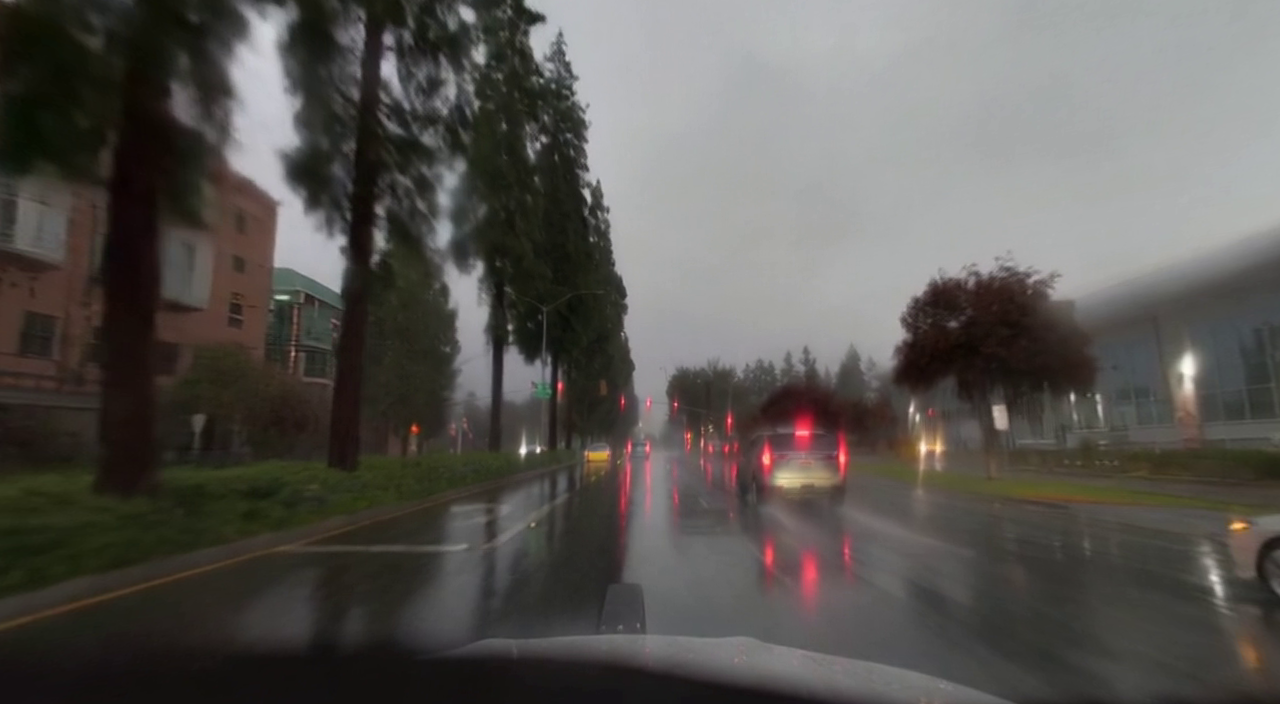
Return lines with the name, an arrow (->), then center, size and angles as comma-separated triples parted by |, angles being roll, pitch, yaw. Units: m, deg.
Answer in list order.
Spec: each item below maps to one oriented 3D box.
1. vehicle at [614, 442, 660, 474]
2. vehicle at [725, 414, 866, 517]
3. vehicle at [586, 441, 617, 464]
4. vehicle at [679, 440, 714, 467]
vehicle -> -0.126, 5.140, 30.867 | 2.119, 1.460, 3.847 | 0, -8, 0
vehicle -> 3.241, 2.470, 14.205 | 2.035, 1.940, 4.299 | 0, -8, 0
vehicle -> -2.828, 7.507, 47.389 | 1.962, 1.632, 3.979 | 0, -8, 1
vehicle -> 3.806, 6.873, 42.940 | 1.922, 1.708, 4.126 | 0, -8, -1
